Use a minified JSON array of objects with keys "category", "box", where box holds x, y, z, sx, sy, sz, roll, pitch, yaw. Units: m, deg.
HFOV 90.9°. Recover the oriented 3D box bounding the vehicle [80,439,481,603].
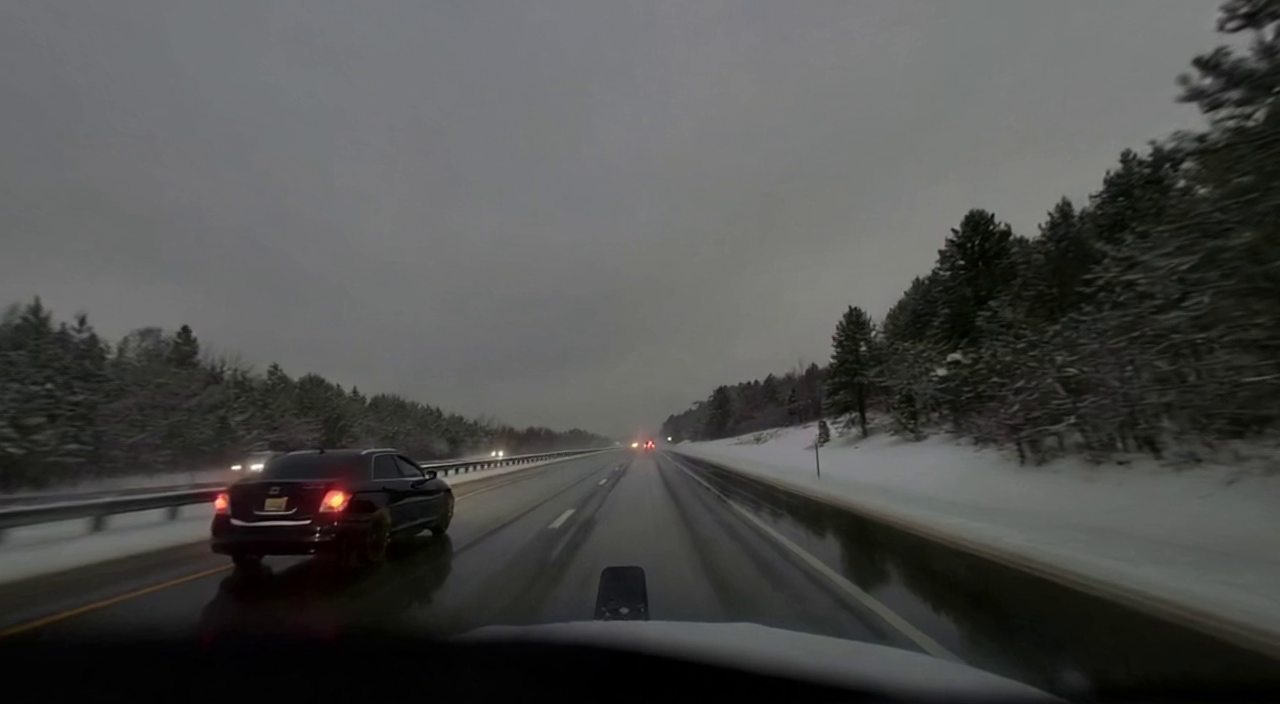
[{"category":"vehicle","box":[-3.561,1.737,7.536,2.096,1.343,4.503,0,-8,1]}]
